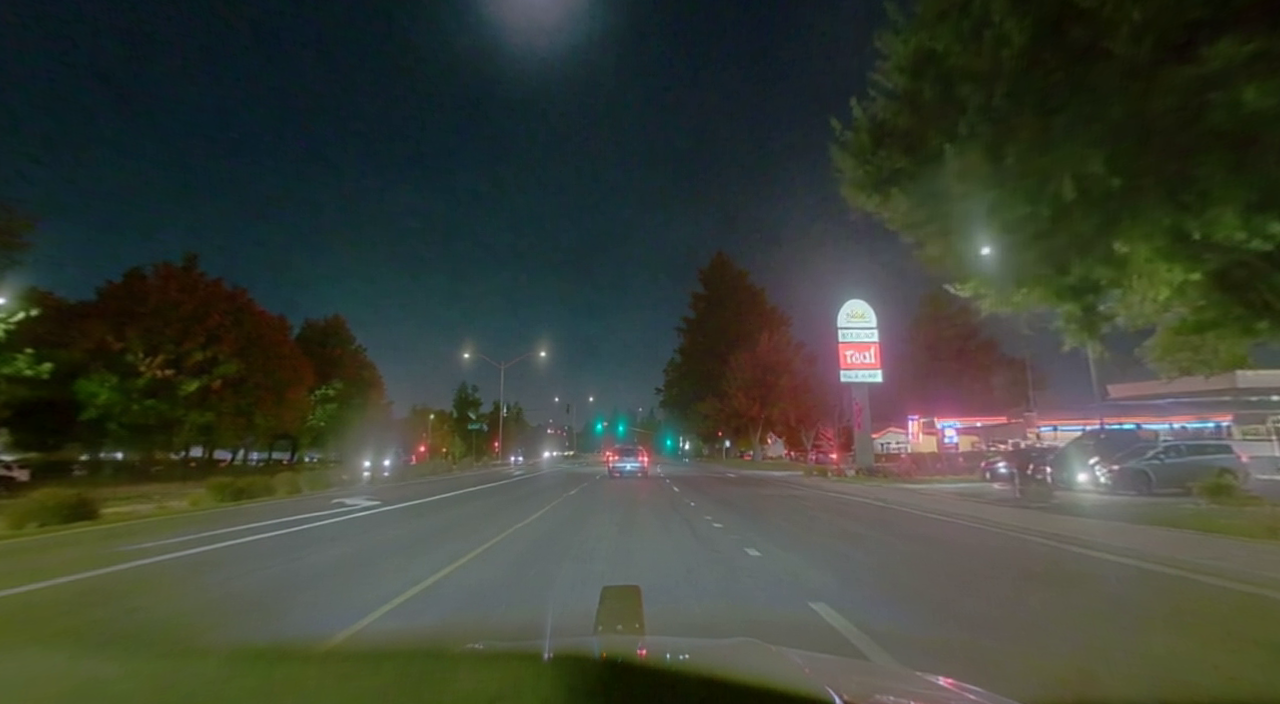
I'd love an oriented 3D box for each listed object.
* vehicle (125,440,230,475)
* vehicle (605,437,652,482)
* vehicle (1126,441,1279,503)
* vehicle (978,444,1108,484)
[{"bbox_3d":[-32.787,7.486,45.079,5.508,2.313,2.818,5,-9,-28],"label":"vehicle"},{"bbox_3d":[-0.519,5.074,30.013,2.096,1.961,4.259,0,-9,0],"label":"vehicle"},{"bbox_3d":[16.456,3.290,17.566,4.290,1.617,1.751,0,-9,2],"label":"vehicle"},{"bbox_3d":[16.355,4.585,25.794,4.026,1.463,1.826,-1,-10,-2],"label":"vehicle"}]
